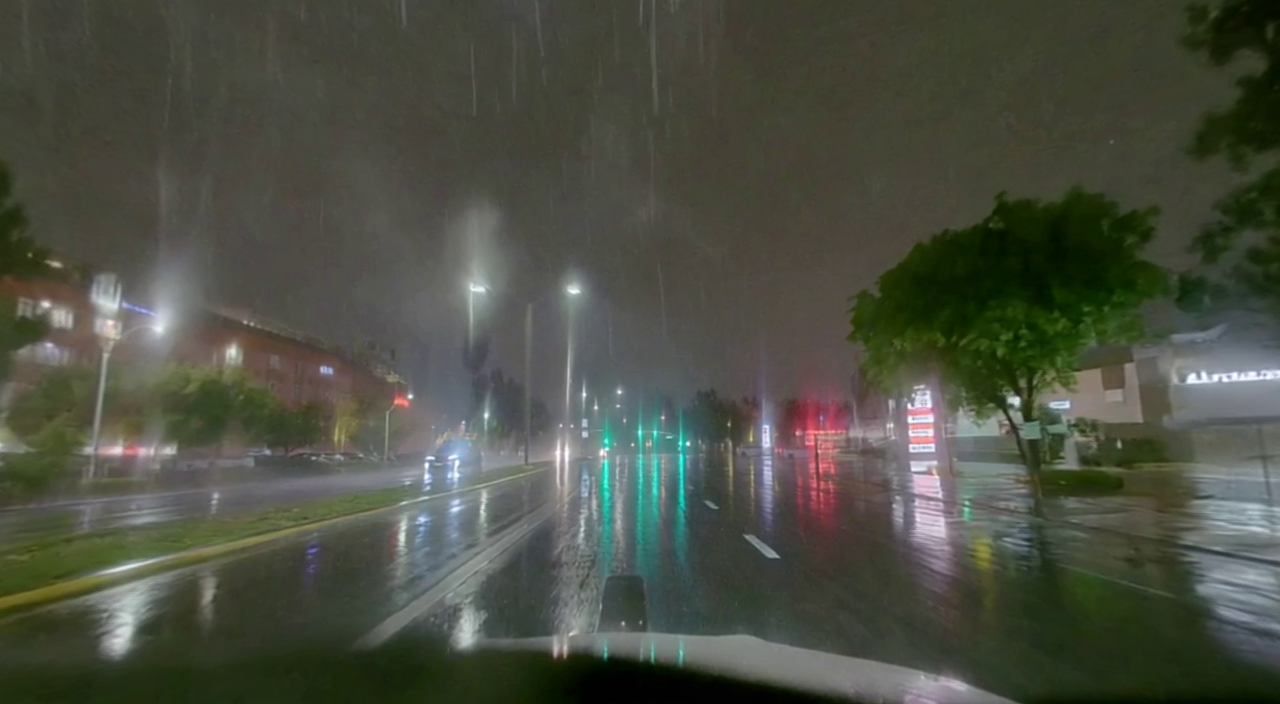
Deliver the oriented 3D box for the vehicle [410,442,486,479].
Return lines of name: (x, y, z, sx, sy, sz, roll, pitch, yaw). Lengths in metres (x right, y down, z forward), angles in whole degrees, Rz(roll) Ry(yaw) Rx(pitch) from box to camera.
vehicle: (-8.684, 4.939, 28.894, 1.961, 1.559, 4.480, -1, -9, 2)
